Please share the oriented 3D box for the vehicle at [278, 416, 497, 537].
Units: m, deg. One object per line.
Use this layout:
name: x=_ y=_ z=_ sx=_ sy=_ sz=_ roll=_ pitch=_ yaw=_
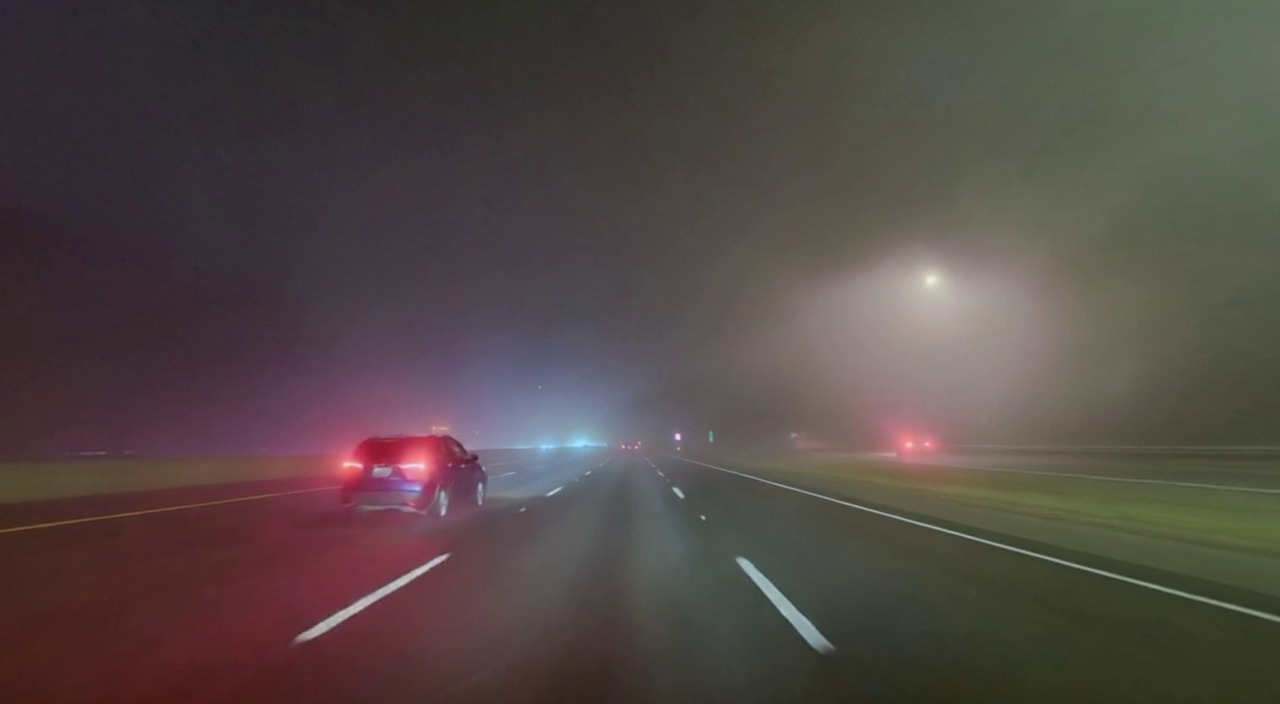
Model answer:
vehicle: x=-4.204 y=2.157 z=11.569 sx=2.102 sy=1.727 sz=4.704 roll=0 pitch=-9 yaw=-1
